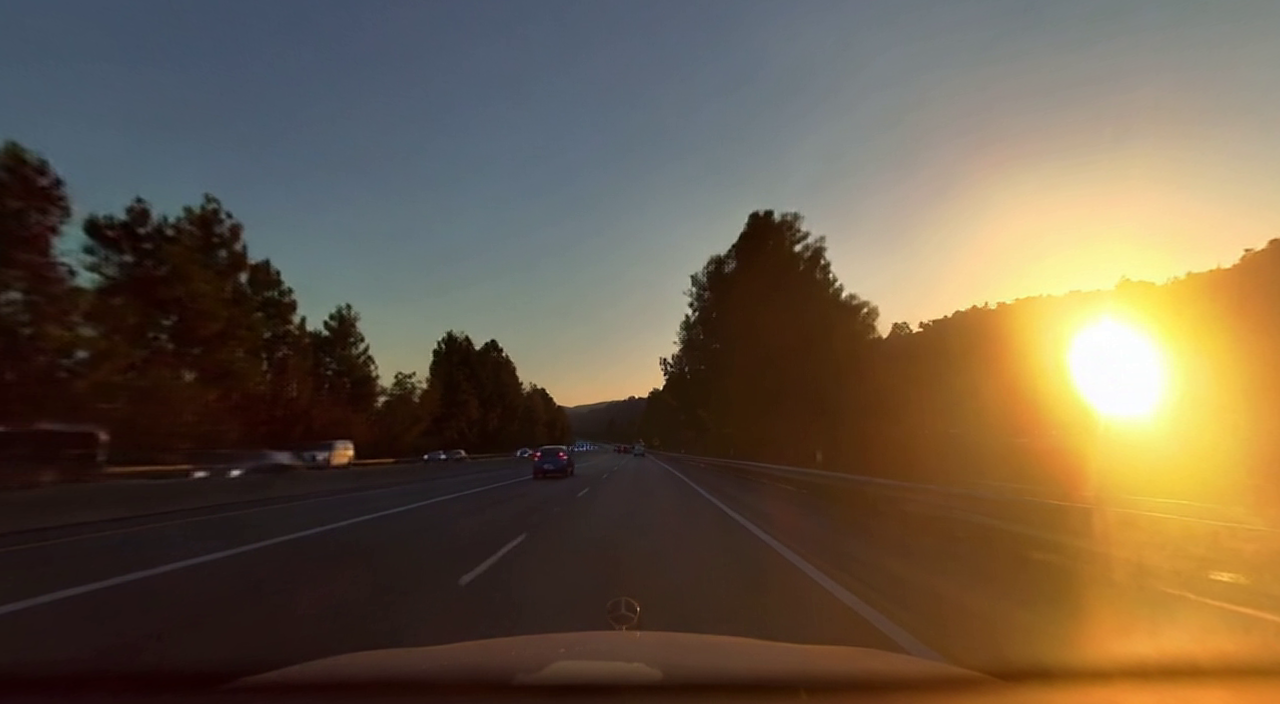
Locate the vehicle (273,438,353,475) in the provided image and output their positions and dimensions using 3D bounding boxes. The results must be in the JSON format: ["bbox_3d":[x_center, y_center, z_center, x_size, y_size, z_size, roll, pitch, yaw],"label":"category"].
[{"bbox_3d":[-23.598,7.537,45.581,2.328,2.459,6.171,-1,-9,1],"label":"vehicle"}]

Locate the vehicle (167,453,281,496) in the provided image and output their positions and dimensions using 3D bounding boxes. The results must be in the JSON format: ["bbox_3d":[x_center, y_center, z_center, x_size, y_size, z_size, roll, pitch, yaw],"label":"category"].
[{"bbox_3d":[-15.747,4.635,24.007,1.747,1.445,3.820,0,-9,0],"label":"vehicle"}]

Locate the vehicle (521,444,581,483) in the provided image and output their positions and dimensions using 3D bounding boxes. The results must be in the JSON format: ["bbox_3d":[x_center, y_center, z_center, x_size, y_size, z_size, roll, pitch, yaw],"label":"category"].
[{"bbox_3d":[-3.702,4.719,26.787,1.933,1.497,3.973,0,-9,1],"label":"vehicle"}]
